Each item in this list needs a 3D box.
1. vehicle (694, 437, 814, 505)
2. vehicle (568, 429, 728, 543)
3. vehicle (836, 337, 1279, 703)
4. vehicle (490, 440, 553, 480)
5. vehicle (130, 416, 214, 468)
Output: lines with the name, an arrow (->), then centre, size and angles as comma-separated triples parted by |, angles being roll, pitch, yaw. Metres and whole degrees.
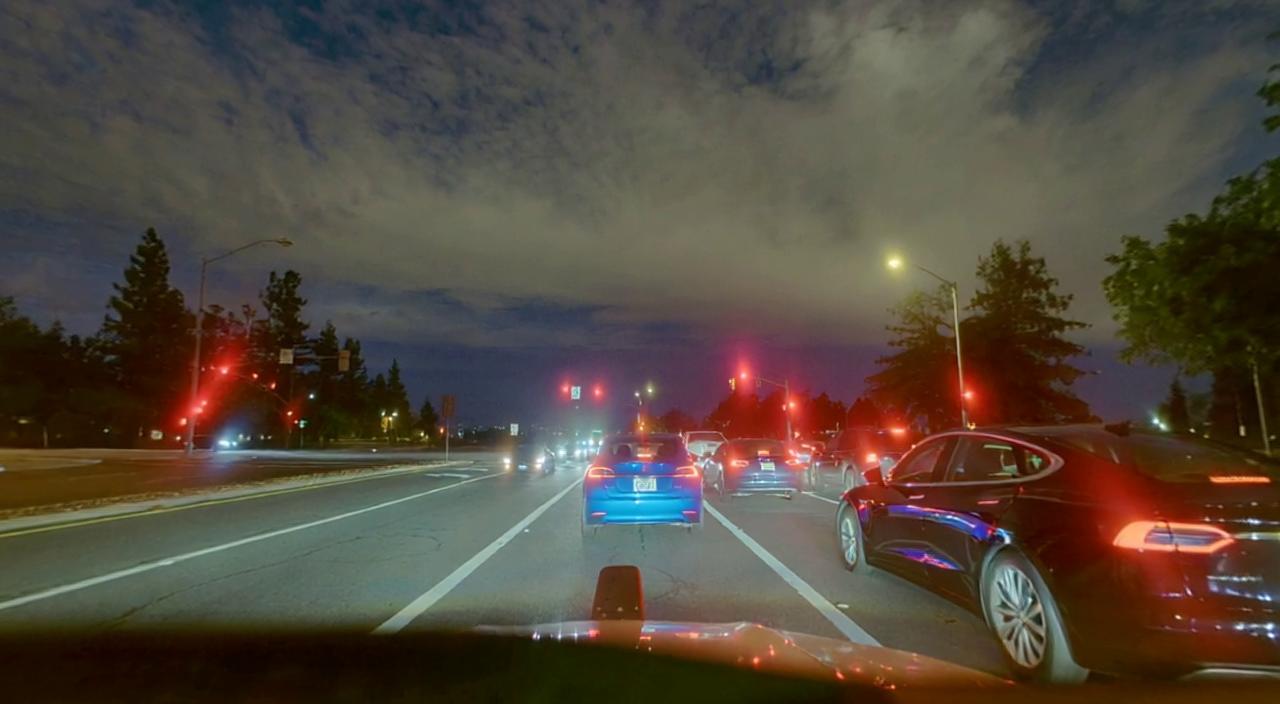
vehicle -> 2.685, 2.927, 16.032 | 2.058, 1.466, 4.208 | 0, -8, -3
vehicle -> 0.019, 2.106, 10.640 | 2.147, 1.499, 4.240 | 0, -8, -2
vehicle -> 3.187, 1.104, 4.298 | 2.167, 1.676, 4.443 | 0, -8, -1
vehicle -> -4.650, 4.292, 25.333 | 1.972, 1.457, 4.171 | 0, -8, -4
vehicle -> -29.293, 5.627, 39.687 | 2.608, 2.990, 3.026 | 2, -8, 2
